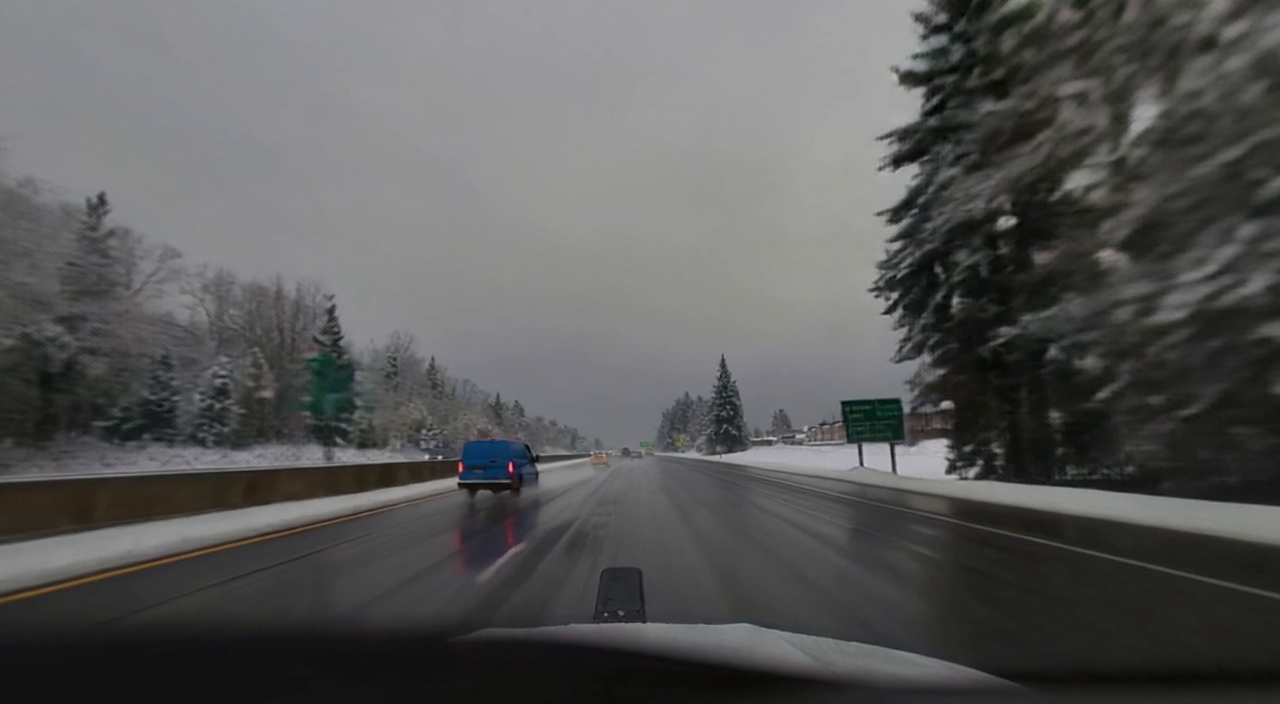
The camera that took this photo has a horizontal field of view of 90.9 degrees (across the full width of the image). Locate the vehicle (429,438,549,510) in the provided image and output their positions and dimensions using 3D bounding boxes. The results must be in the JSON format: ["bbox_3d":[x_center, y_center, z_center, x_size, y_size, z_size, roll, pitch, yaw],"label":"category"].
[{"bbox_3d":[-3.576,2.977,15.763,1.965,1.556,3.971,0,-9,1],"label":"vehicle"}]
